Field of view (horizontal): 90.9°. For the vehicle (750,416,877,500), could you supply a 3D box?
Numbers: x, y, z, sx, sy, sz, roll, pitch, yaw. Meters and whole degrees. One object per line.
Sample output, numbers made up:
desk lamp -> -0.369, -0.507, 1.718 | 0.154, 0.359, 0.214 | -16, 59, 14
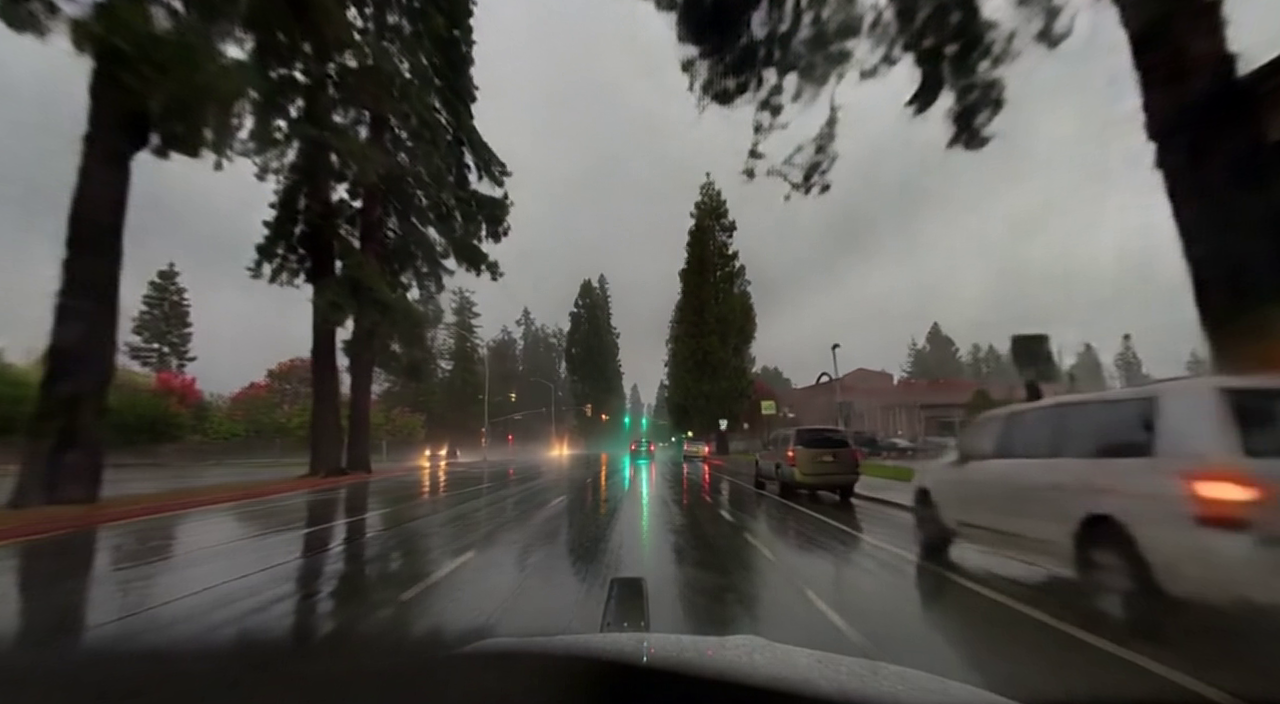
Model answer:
vehicle -> 4.191, 2.644, 16.028 | 2.109, 1.838, 4.204 | 0, -8, 2

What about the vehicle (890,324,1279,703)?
vehicle -> 4.206, 1.136, 5.301 | 2.298, 1.903, 4.655 | 0, -8, 1

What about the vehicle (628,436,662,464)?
vehicle -> 0.335, 6.618, 42.663 | 2.169, 1.751, 4.276 | 0, -8, 1
